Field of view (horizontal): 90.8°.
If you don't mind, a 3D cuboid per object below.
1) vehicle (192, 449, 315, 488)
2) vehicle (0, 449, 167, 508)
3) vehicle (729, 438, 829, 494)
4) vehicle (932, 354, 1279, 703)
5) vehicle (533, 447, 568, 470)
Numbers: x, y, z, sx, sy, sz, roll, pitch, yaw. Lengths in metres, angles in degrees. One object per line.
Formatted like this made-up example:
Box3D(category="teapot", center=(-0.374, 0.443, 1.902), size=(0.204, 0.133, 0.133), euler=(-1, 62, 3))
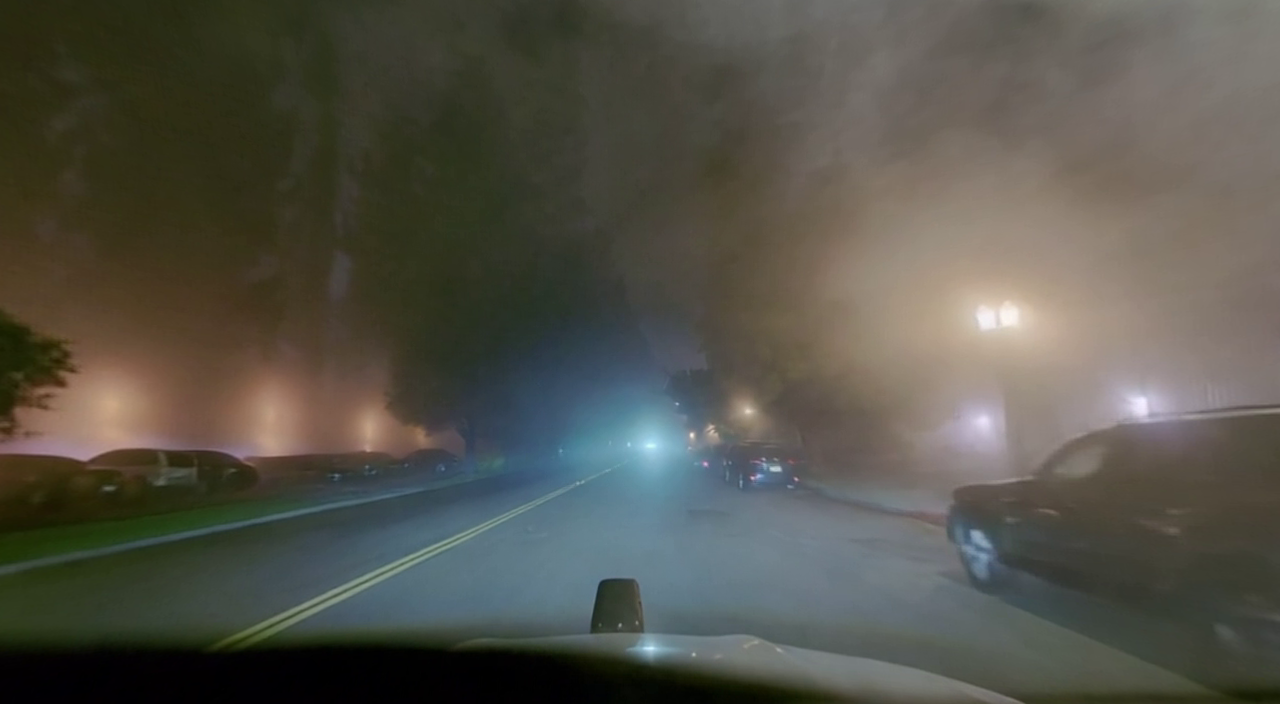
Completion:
Box3D(category="vehicle", center=(-15.674, 4.677, 25.668), size=(4.181, 1.467, 1.851), euler=(-3, -9, 16))
Box3D(category="vehicle", center=(-16.025, 3.497, 17.823), size=(4.491, 1.455, 1.959), euler=(-3, -9, 18))
Box3D(category="vehicle", center=(4.253, 3.581, 20.272), size=(1.952, 1.538, 5.215), euler=(0, -8, -1))
Box3D(category="vehicle", center=(4.017, 1.053, 4.122), size=(2.104, 1.726, 4.288), euler=(0, -8, -1))
Box3D(category="vehicle", center=(-6.530, 7.752, 46.306), size=(1.928, 1.537, 4.439), euler=(-1, -8, 0))
